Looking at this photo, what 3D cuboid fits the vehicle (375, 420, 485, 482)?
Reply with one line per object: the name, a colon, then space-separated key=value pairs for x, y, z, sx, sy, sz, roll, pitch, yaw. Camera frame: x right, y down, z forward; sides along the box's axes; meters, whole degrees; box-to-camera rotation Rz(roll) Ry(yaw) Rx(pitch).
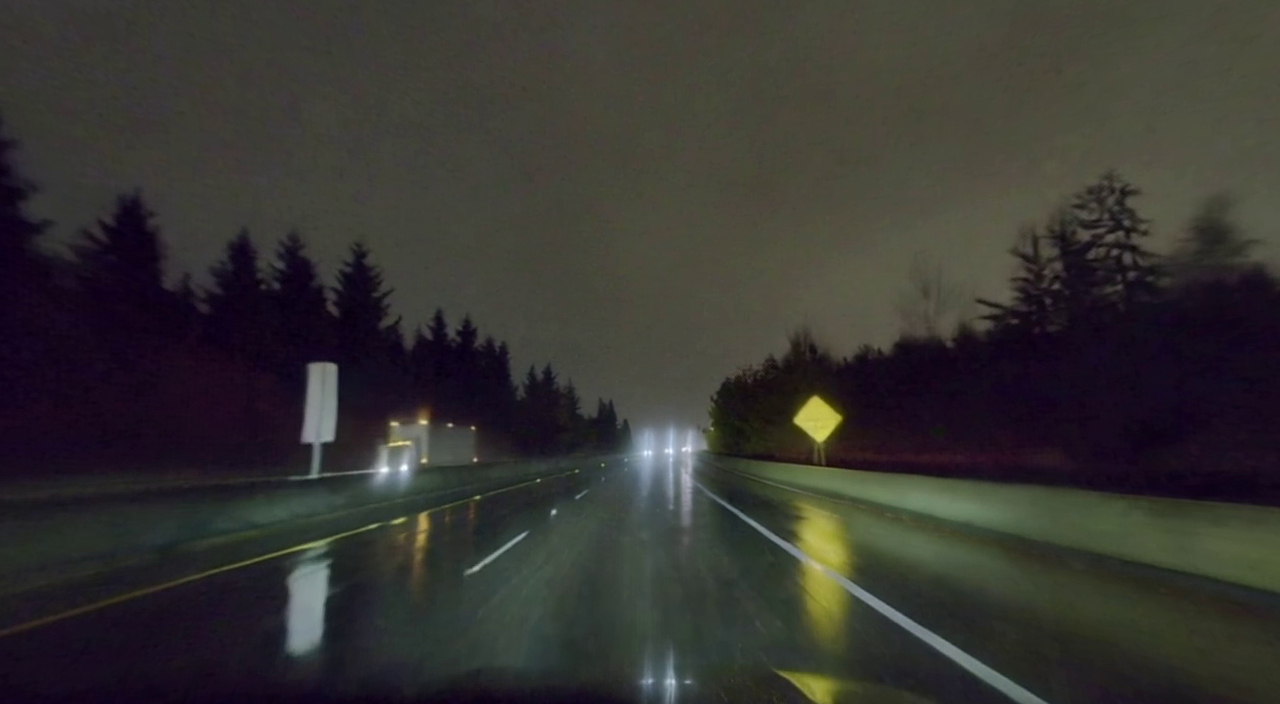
vehicle: x=-15.506 y=7.555 z=48.033 sx=2.910 sy=4.014 sz=14.092 roll=-1 pitch=-9 yaw=3
